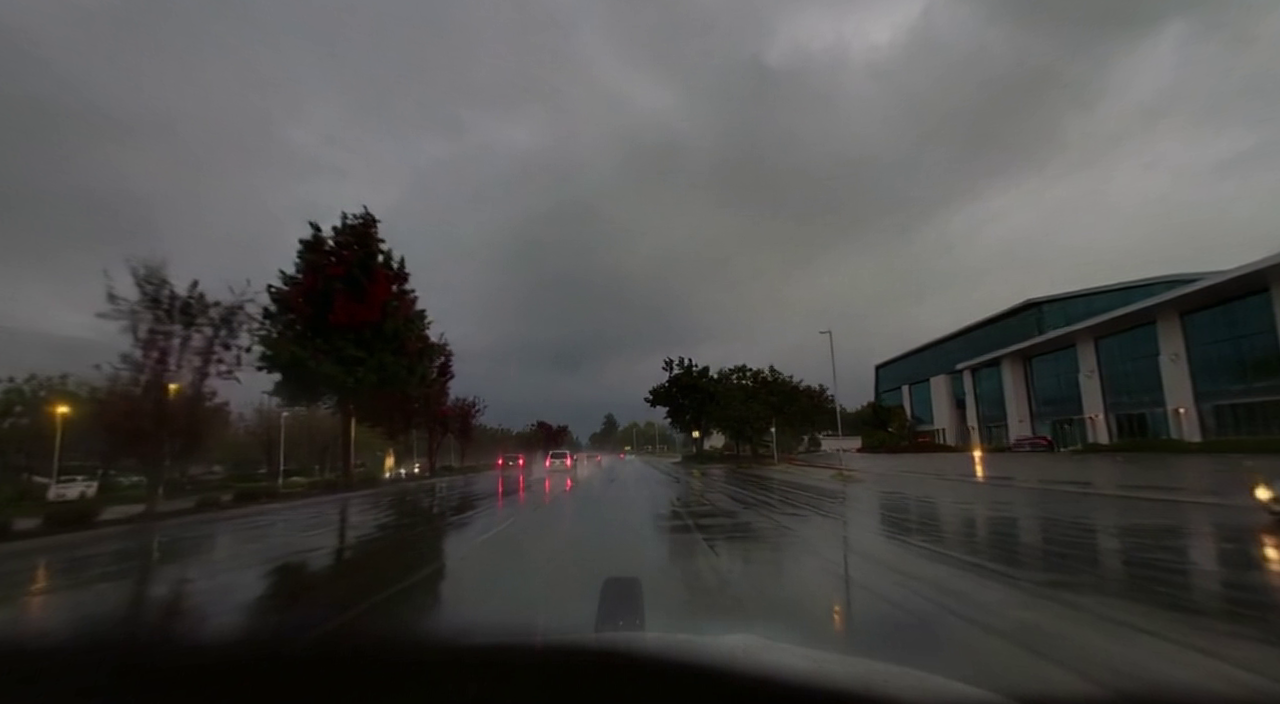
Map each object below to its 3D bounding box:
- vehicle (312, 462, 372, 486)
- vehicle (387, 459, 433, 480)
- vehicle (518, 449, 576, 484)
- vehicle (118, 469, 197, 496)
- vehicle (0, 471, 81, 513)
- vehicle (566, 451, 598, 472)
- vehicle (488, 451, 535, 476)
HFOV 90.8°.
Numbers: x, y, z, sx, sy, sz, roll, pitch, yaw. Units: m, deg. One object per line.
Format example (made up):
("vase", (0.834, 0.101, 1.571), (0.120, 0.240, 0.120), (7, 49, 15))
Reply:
("vehicle", (-20.320, 8.313, 43.323), (1.927, 1.455, 4.661), (0, -9, -1))
("vehicle", (-17.048, 8.717, 47.038), (1.881, 1.420, 4.198), (0, -9, -1))
("vehicle", (-4.223, 5.279, 29.461), (2.011, 1.483, 4.596), (0, -9, 0))
("vehicle", (-36.333, 9.805, 47.753), (1.951, 1.648, 5.053), (-4, -9, 0))
("vehicle", (-27.181, 6.109, 27.383), (1.758, 1.566, 4.531), (-4, -9, 1))
("vehicle", (-4.194, 7.983, 46.330), (1.971, 1.414, 4.317), (0, -9, 0))
("vehicle", (-8.385, 7.321, 41.698), (1.976, 1.497, 4.709), (0, -9, 1))
